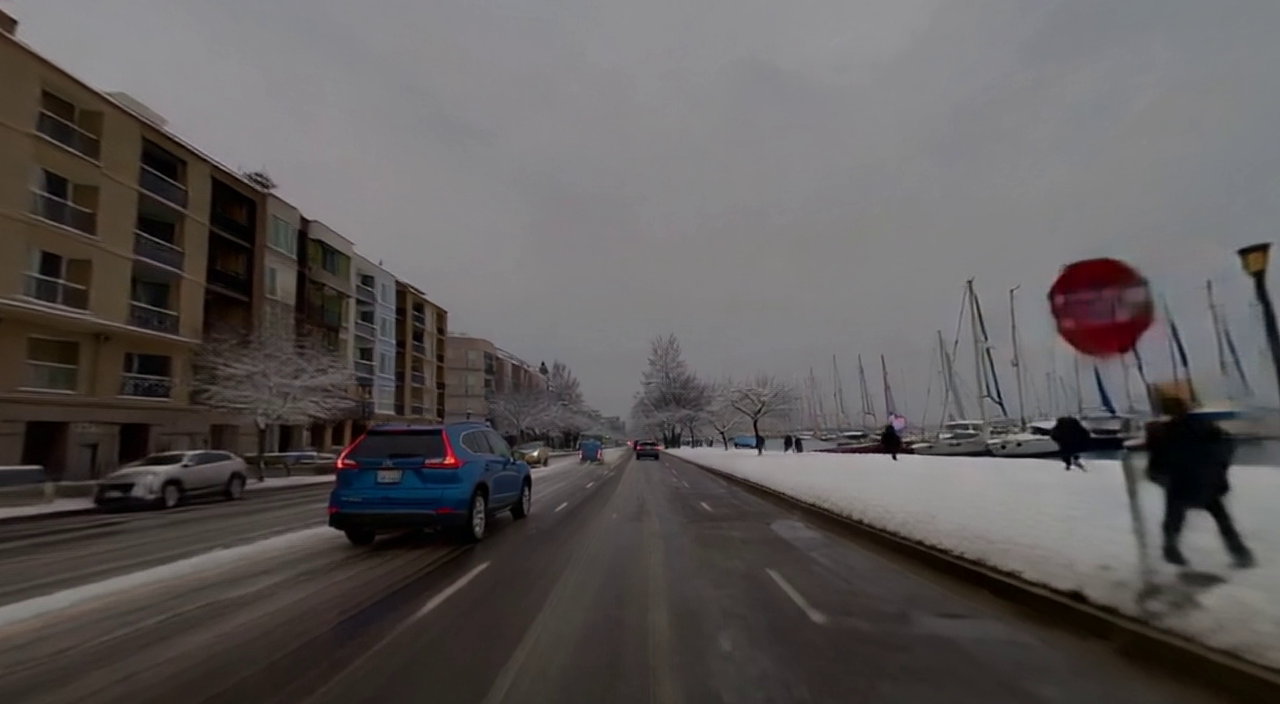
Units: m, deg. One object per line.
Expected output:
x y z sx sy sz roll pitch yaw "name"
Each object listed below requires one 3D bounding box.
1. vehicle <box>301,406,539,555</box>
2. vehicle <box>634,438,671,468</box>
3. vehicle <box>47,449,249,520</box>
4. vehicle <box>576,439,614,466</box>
-3.099 1.939 10.199 2.082 1.817 4.724 -1 -9 1 "vehicle"
0.709 5.903 37.048 2.057 1.624 3.726 -1 -9 1 "vehicle"
-13.638 3.649 17.932 2.117 1.703 4.373 -1 -9 2 "vehicle"
-2.942 6.658 42.027 2.056 1.680 4.205 -1 -9 2 "vehicle"
